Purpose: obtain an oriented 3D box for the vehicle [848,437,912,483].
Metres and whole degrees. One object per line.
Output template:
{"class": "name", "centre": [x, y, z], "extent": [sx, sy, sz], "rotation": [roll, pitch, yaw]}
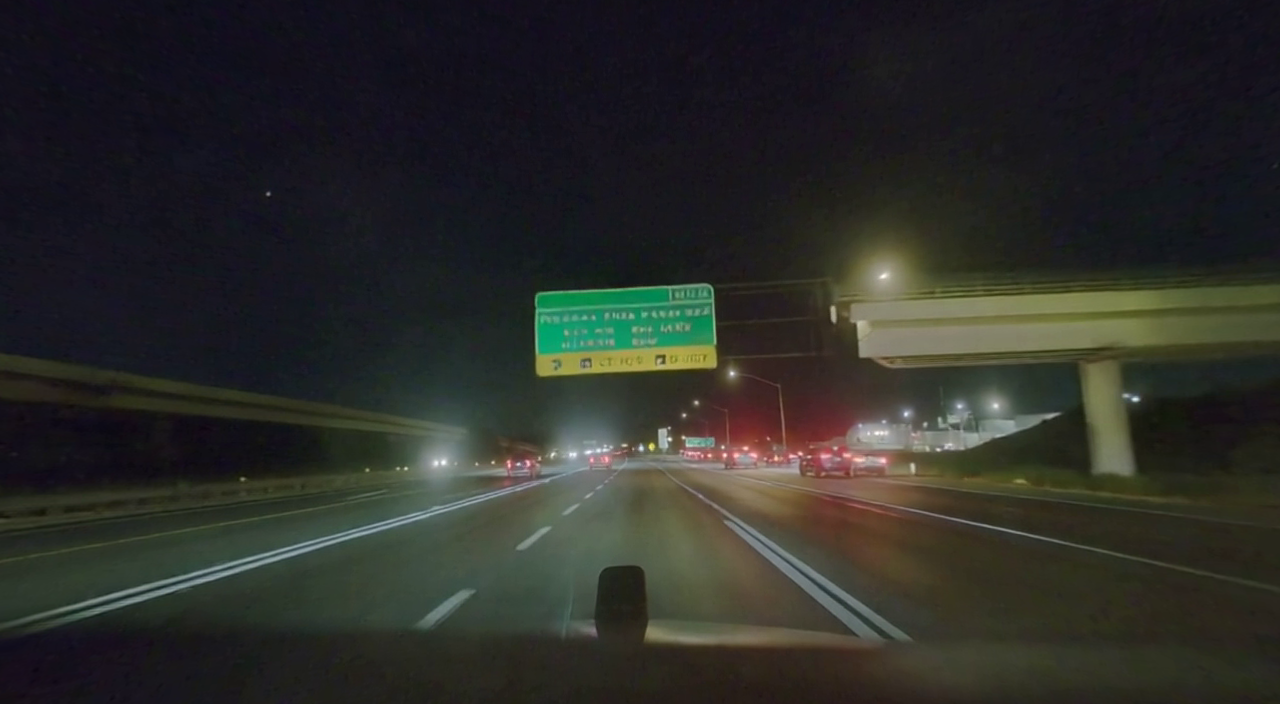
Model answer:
{"class": "vehicle", "centre": [18.600, 8.391, 49.184], "extent": [2.594, 3.362, 5.549], "rotation": [1, -9, -1]}
